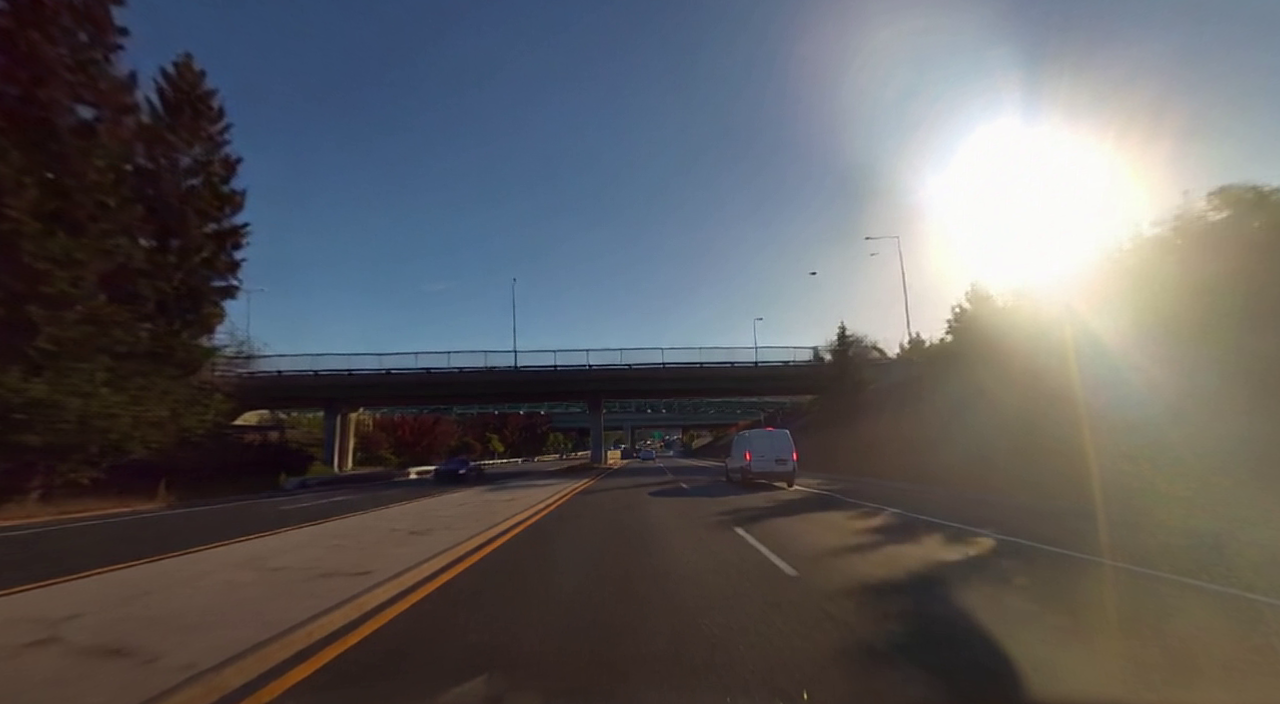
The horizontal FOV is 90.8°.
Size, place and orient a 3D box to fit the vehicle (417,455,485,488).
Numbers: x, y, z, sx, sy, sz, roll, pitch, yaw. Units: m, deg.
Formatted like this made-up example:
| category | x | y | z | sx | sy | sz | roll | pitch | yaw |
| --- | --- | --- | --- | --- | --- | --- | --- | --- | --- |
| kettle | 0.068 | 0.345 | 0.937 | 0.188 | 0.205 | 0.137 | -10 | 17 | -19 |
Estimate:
| category | x | y | z | sx | sy | sz | roll | pitch | yaw |
| --- | --- | --- | --- | --- | --- | --- | --- | --- | --- |
| vehicle | -9.066 | 5.739 | 30.582 | 2.019 | 1.478 | 3.842 | 0 | -9 | 1 |

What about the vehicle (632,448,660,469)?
| category | x | y | z | sx | sy | sz | roll | pitch | yaw |
| --- | --- | --- | --- | --- | --- | --- | --- | --- | --- |
| vehicle | 0.503 | 8.337 | 49.503 | 2.013 | 1.584 | 3.995 | -1 | -9 | 2 |

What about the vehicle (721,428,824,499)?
| category | x | y | z | sx | sy | sz | roll | pitch | yaw |
| --- | --- | --- | --- | --- | --- | --- | --- | --- | --- |
| vehicle | 4.114 | 3.593 | 20.710 | 2.152 | 1.998 | 5.380 | 0 | -9 | 0 |
